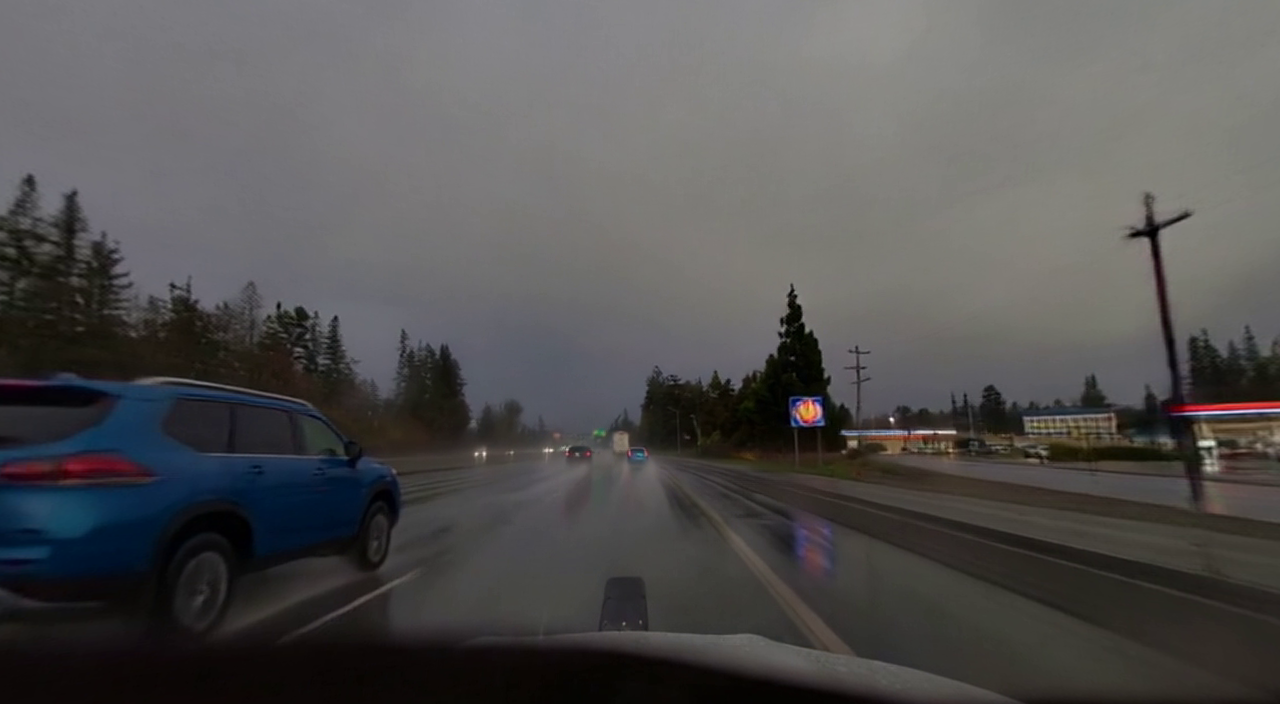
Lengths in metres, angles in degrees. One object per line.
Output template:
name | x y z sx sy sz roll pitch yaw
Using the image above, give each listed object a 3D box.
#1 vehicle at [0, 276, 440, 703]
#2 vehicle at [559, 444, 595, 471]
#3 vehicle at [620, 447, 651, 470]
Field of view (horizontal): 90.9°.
vehicle | -3.966 1.050 4.792 2.694 2.081 6.099 0 -8 2
vehicle | -4.666 7.864 47.167 2.273 1.884 4.515 0 -8 0
vehicle | -0.350 7.436 44.412 1.982 1.524 3.800 1 -8 -3
